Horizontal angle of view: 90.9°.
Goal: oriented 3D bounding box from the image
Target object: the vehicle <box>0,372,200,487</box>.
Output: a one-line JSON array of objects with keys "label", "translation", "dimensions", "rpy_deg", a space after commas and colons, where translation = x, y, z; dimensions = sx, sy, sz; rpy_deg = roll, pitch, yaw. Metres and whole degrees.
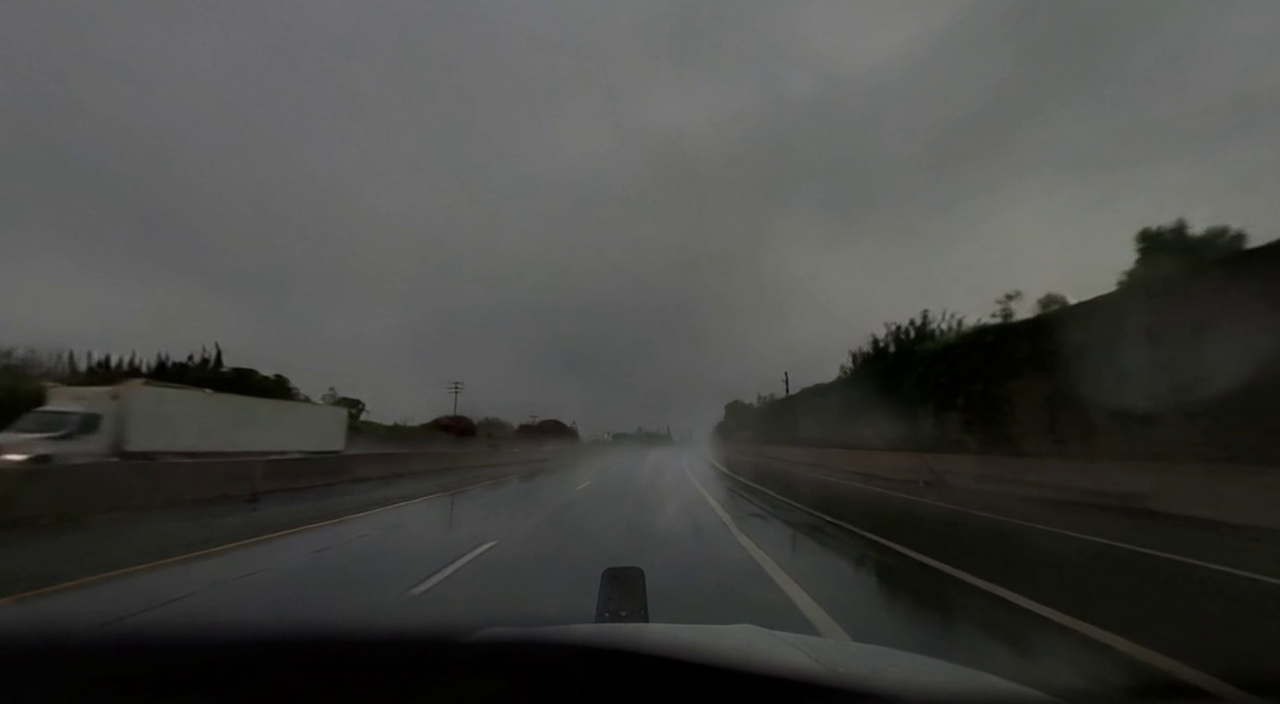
[{"label": "vehicle", "translation": [-22.738, 3.289, 25.965], "dimensions": [3.026, 3.985, 7.985], "rpy_deg": [-1, -9, 3]}]

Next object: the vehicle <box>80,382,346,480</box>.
[{"label": "vehicle", "translation": [-22.361, 4.643, 35.632], "dimensions": [2.895, 4.173, 16.603], "rpy_deg": [-1, -9, 2]}]
